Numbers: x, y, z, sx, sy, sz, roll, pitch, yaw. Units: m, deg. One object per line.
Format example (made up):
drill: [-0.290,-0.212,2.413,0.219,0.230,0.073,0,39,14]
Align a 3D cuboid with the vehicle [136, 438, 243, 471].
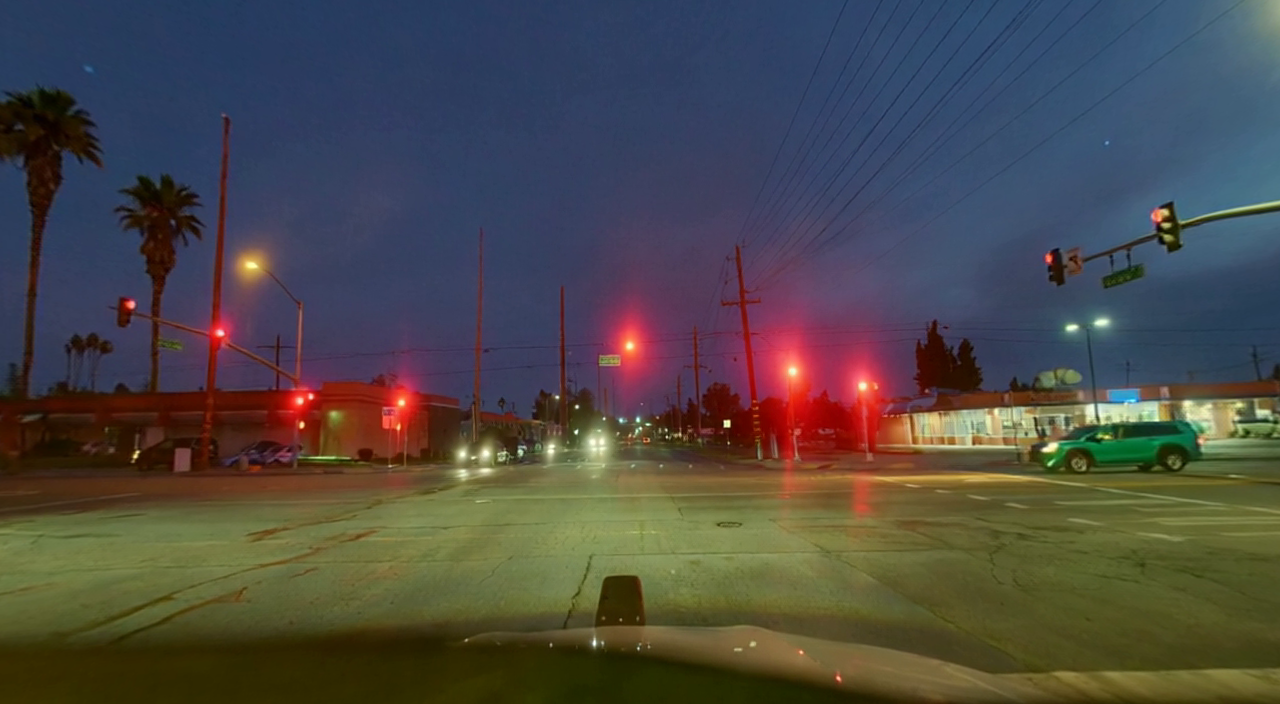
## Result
vehicle: [-25.913,5.926,36.460,4.613,1.820,2.021,0,-9,3]

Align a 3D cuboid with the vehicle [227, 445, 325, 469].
vehicle: [-22.317,6.434,38.846,4.849,1.444,1.881,0,-8,1]

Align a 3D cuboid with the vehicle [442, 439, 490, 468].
vehicle: [-11.984,6.989,43.809,2.016,1.717,4.287,0,-6,1]

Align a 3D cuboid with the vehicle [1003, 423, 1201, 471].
vehicle: [15.225,3.166,21.087,4.918,1.479,1.897,-1,-9,7]
